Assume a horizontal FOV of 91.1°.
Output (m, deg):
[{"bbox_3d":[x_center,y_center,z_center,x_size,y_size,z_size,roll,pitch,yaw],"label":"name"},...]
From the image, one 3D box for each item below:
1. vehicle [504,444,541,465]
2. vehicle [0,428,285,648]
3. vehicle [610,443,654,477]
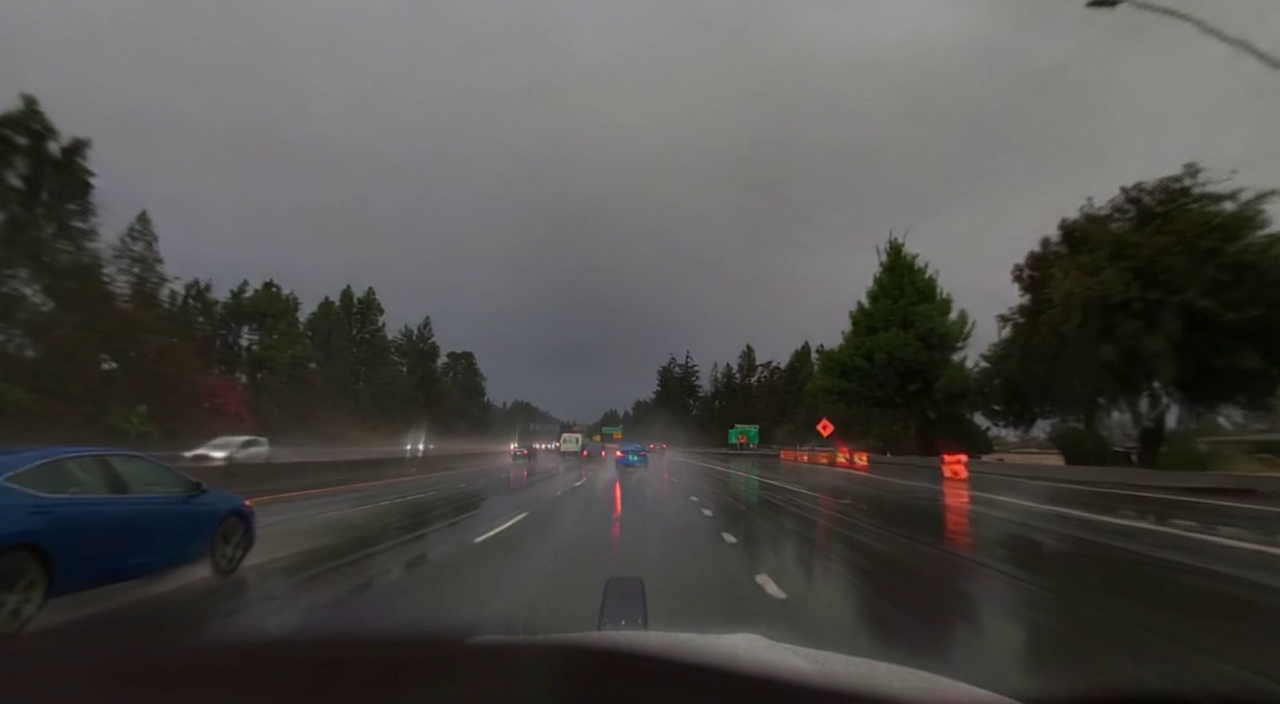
[{"bbox_3d":[-8.604,7.540,46.327,1.946,1.472,4.472,0,-8,0],"label":"vehicle"},{"bbox_3d":[-5.144,1.345,4.992,2.001,1.415,4.360,0,-8,2],"label":"vehicle"},{"bbox_3d":[-0.364,5.125,30.189,1.963,1.462,4.681,0,-8,0],"label":"vehicle"}]
